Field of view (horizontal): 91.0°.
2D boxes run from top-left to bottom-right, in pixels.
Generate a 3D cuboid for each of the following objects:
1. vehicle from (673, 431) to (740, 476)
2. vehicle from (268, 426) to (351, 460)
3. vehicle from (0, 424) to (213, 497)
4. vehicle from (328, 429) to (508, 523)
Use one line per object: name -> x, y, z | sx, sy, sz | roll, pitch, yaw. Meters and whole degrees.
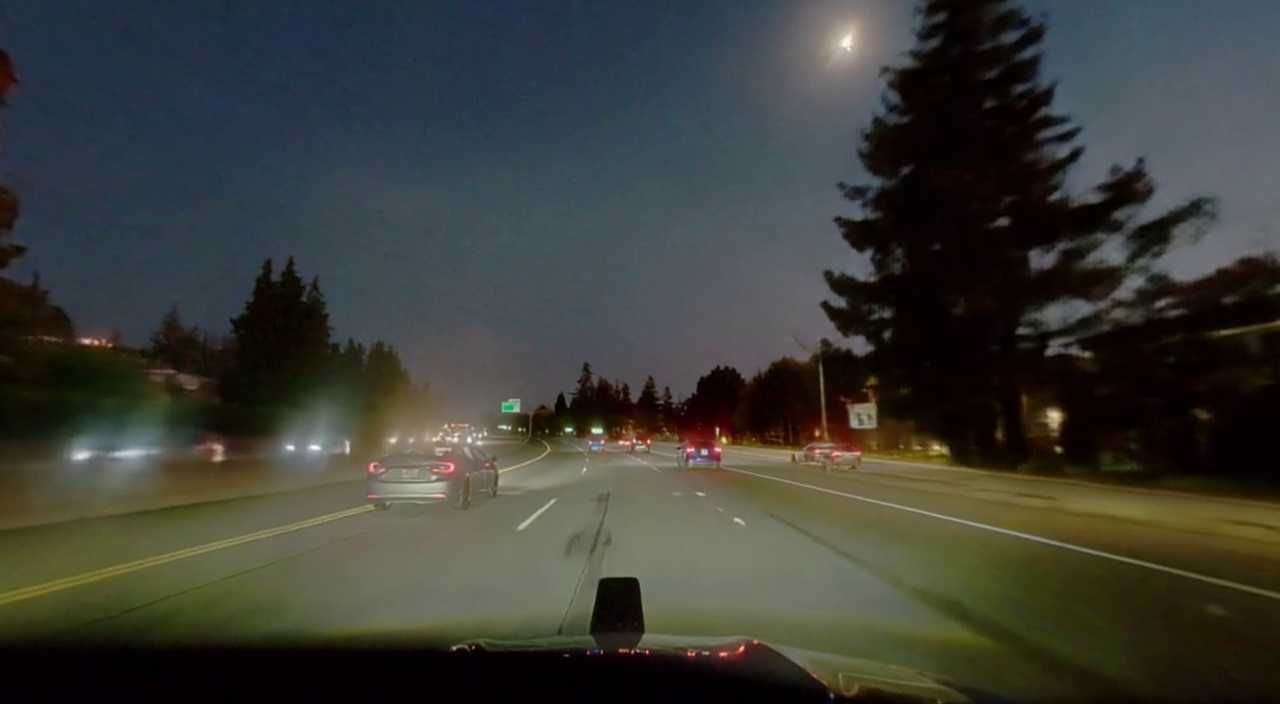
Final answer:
vehicle -> 2.601, 4.139, 25.778 | 2.092, 1.686, 4.188 | 0, -9, -2
vehicle -> -16.855, 4.698, 32.413 | 2.099, 1.640, 4.305 | 0, -9, -3
vehicle -> -12.465, 2.531, 14.946 | 1.912, 1.473, 3.910 | 0, -9, -1
vehicle -> -4.108, 2.373, 12.599 | 2.036, 1.528, 4.400 | 0, -9, -1
